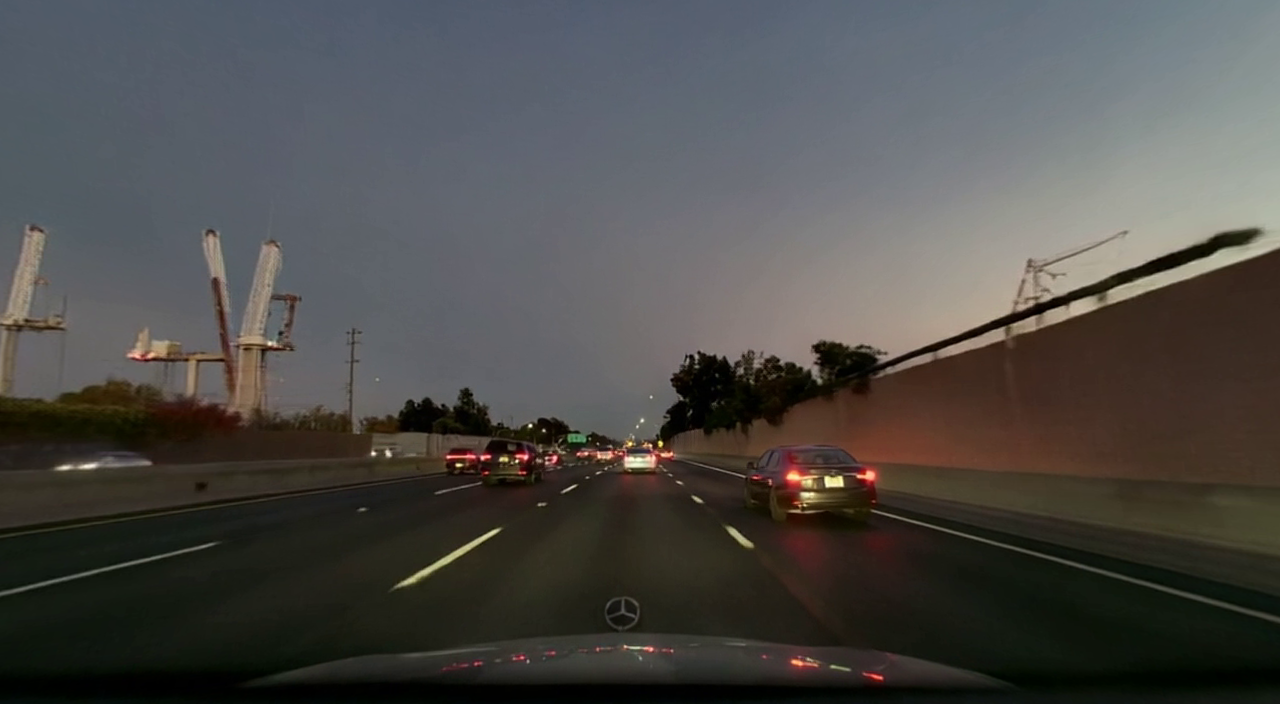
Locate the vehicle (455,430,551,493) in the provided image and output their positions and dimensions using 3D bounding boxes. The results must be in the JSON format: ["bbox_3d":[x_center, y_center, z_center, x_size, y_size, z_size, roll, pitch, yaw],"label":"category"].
[{"bbox_3d":[-4.261,3.476,20.413,2.121,1.775,4.335,0,-8,0],"label":"vehicle"}]

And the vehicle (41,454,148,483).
[{"bbox_3d":[-30.299,6.434,35.290,1.847,1.438,4.557,0,-8,1],"label":"vehicle"}]

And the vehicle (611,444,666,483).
[{"bbox_3d":[-0.097,4.474,25.703,2.045,1.452,4.040,0,-8,-1],"label":"vehicle"}]

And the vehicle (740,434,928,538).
[{"bbox_3d":[3.234,2.310,11.636,1.917,1.507,4.540,0,-8,-1],"label":"vehicle"}]
